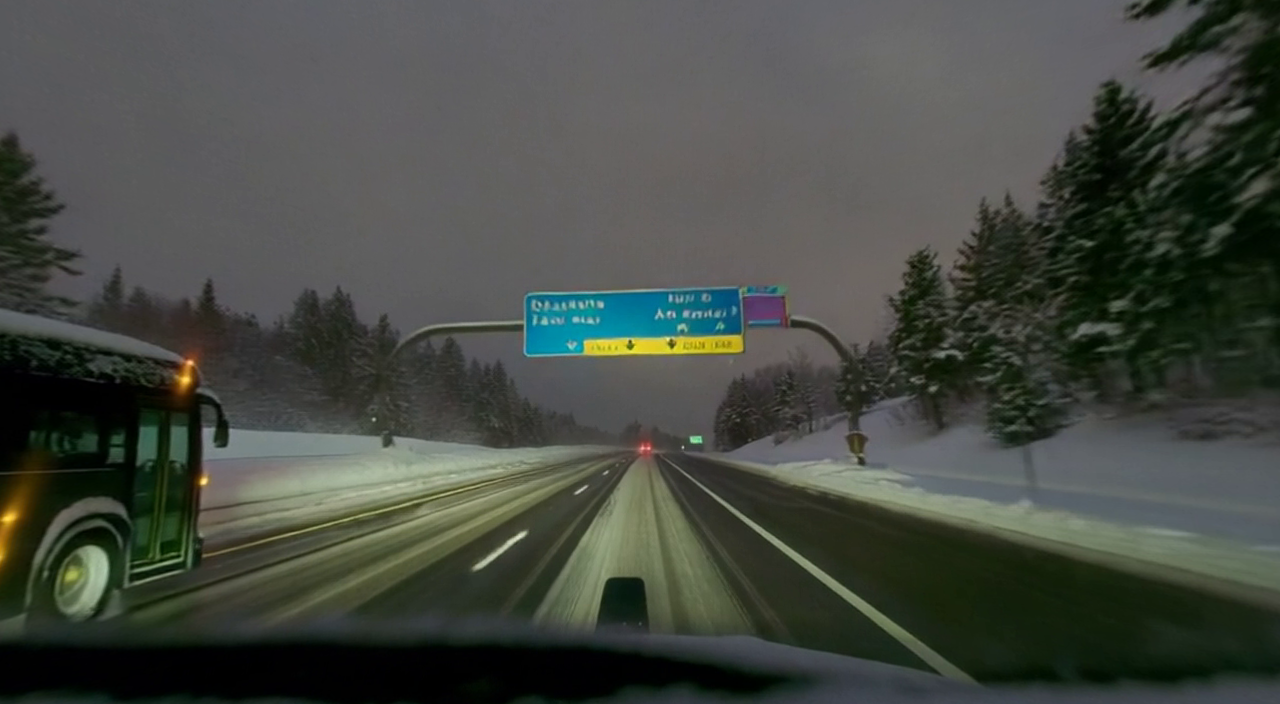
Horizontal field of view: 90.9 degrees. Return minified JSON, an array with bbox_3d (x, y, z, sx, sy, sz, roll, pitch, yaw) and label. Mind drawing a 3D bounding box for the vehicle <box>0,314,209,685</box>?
[{"bbox_3d":[-4.540,0.645,2.340,2.127,1.985,5.205,0,-8,1],"label":"vehicle"}]
